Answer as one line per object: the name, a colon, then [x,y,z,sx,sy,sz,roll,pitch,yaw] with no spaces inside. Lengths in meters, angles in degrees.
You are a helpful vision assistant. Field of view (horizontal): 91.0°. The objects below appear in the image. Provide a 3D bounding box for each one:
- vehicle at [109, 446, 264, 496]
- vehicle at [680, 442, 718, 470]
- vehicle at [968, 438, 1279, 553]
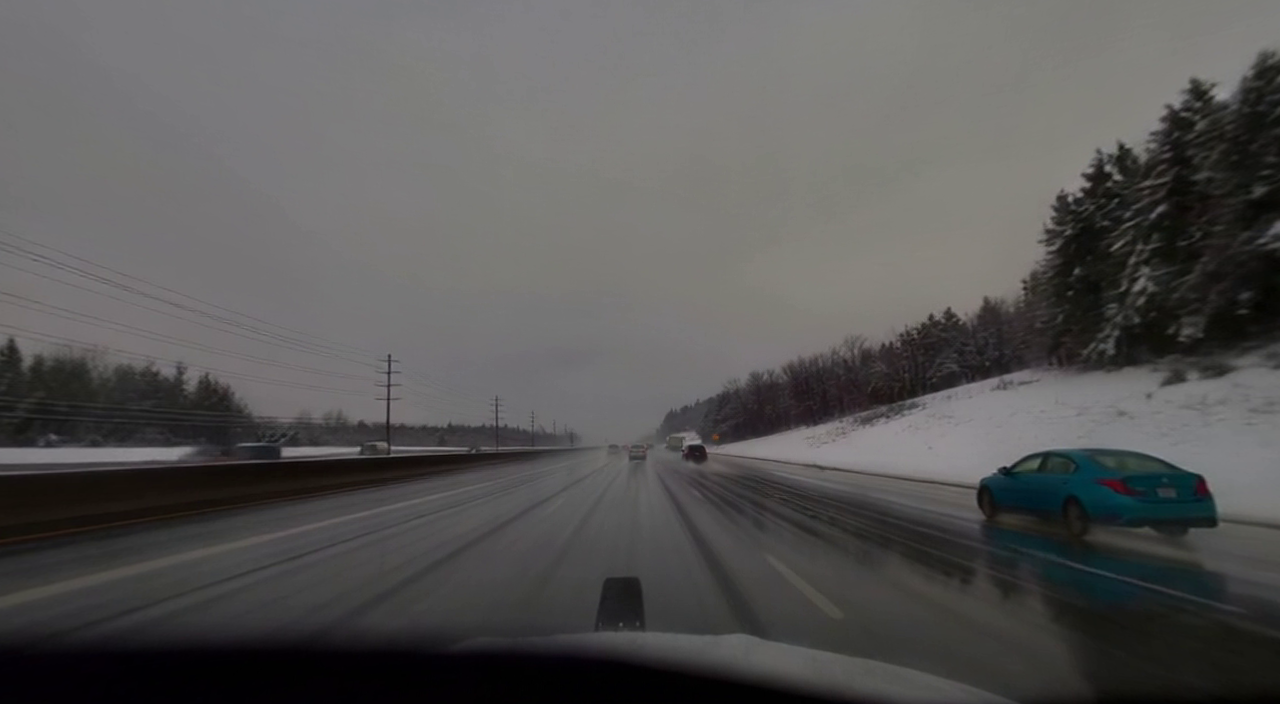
vehicle: [-16.046,4.191,22.682,1.905,1.556,4.773,0,-9,2]
vehicle: [3.984,7.099,43.346,2.159,1.782,4.673,1,-8,0]
vehicle: [8.086,2.347,11.160,1.970,1.545,4.818,0,-8,0]
